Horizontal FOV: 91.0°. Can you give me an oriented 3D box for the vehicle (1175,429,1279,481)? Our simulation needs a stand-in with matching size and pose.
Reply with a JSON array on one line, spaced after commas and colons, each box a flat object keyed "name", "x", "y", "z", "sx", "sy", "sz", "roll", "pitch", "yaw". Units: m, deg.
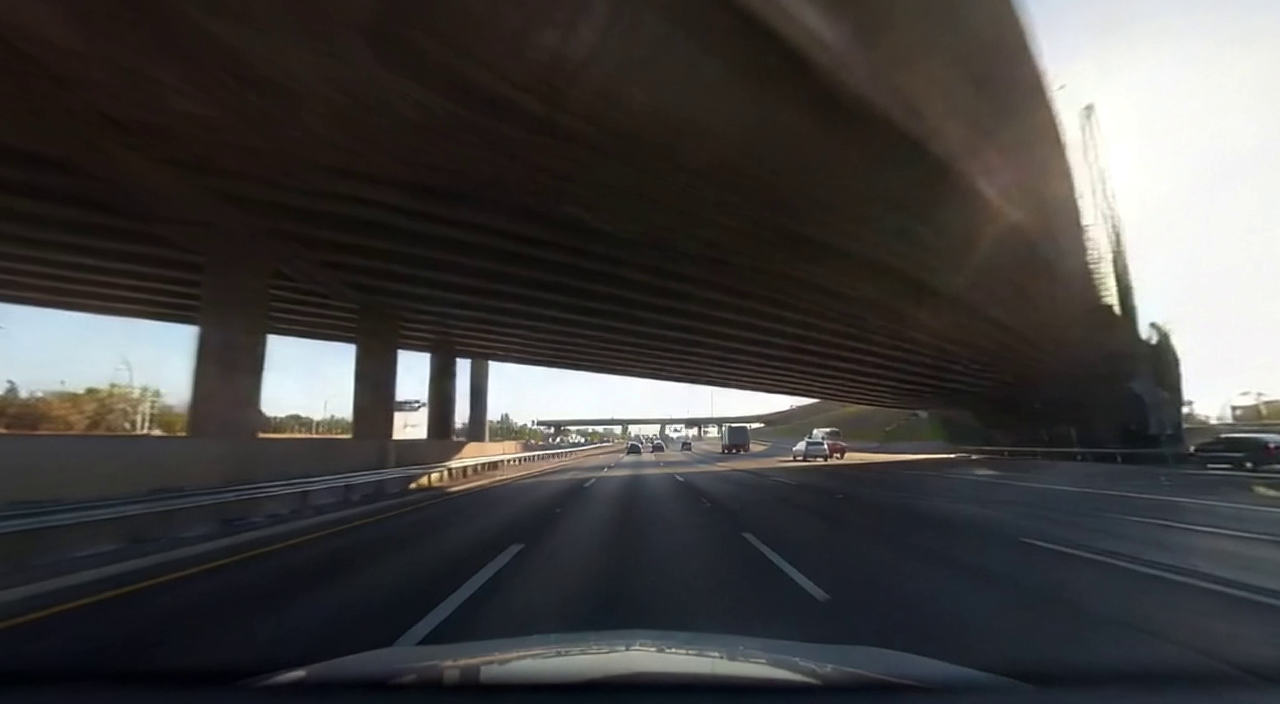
[{"name": "vehicle", "x": 24.159, "y": 3.975, "z": 24.432, "sx": 2.074, "sy": 1.881, "sz": 5.056, "roll": 1, "pitch": -8, "yaw": -4}]

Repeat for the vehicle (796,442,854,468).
[{"name": "vehicle", "x": 11.111, "y": 6.173, "z": 38.069, "sx": 2.017, "sy": 1.478, "sz": 4.364, "roll": 0, "pitch": -8, "yaw": -2}]
